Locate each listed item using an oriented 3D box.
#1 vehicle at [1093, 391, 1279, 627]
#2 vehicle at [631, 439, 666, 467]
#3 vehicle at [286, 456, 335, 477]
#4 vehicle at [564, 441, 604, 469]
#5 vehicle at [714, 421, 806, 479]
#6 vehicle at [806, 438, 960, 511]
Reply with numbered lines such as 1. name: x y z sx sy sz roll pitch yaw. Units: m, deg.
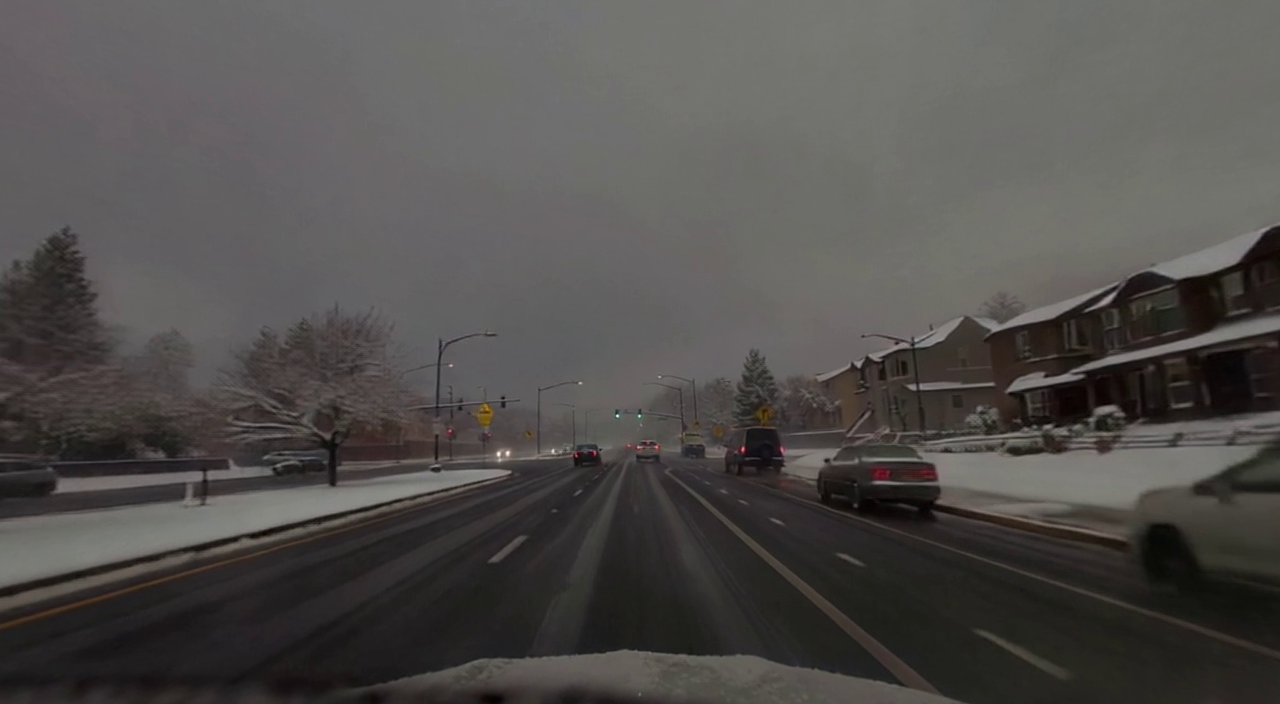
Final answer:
1. vehicle: 5.810 1.125 4.390 2.020 1.762 4.559 -1 -9 2
2. vehicle: 0.543 7.085 44.543 2.273 1.851 5.075 0 -9 -1
3. vehicle: -25.958 9.037 49.879 1.796 1.511 3.879 0 -9 0
4. vehicle: -3.719 6.926 42.656 2.233 1.775 4.491 0 -9 1
5. vehicle: 5.444 4.650 30.174 2.763 2.329 7.864 -1 -8 0
6. vehicle: 5.772 2.941 15.711 1.910 1.520 4.375 0 -9 -3
